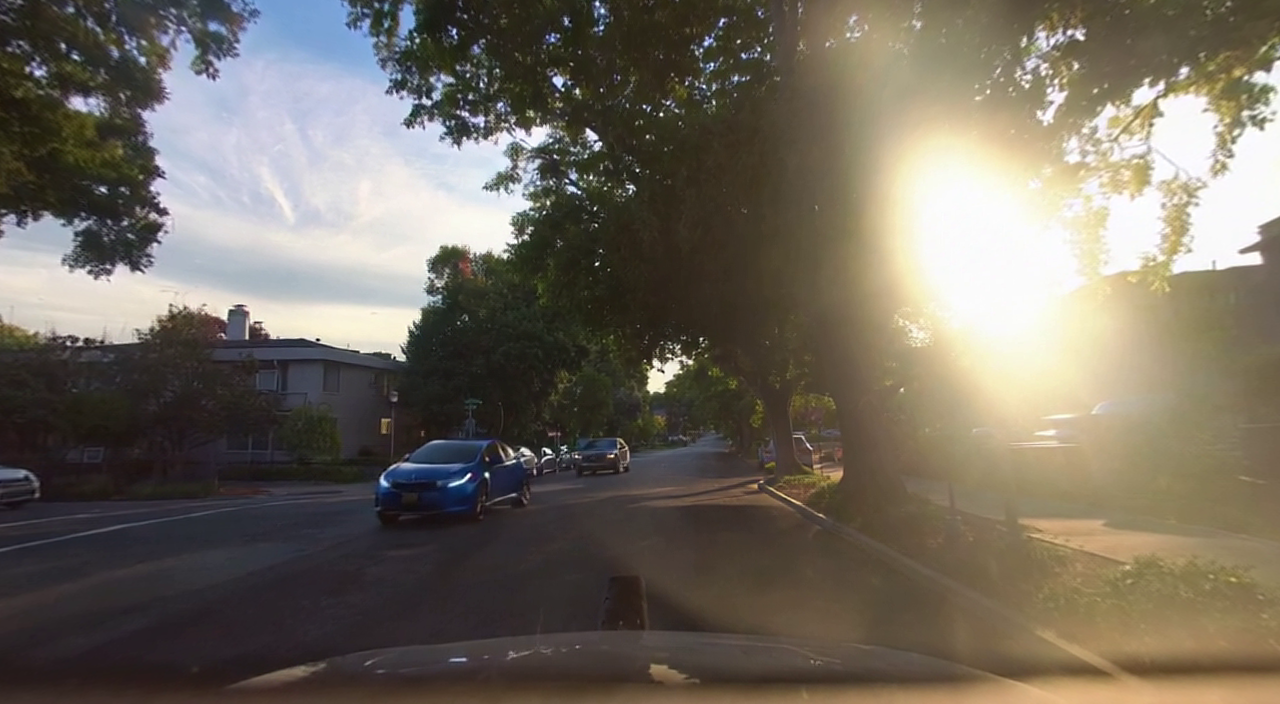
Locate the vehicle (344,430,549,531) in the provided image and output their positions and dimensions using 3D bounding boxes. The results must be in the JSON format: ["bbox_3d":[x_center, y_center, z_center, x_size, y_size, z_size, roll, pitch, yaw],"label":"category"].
[{"bbox_3d":[-3.286,2.298,11.918,2.056,1.508,4.596,-1,-9,5],"label":"vehicle"}]

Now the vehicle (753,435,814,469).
[{"bbox_3d":[6.678,4.696,29.792,1.918,1.461,4.419,0,-8,1],"label":"vehicle"}]

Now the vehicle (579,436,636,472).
[{"bbox_3d":[-1.544,5.091,31.746,2.110,1.651,4.410,-1,-9,7],"label":"vehicle"}]
